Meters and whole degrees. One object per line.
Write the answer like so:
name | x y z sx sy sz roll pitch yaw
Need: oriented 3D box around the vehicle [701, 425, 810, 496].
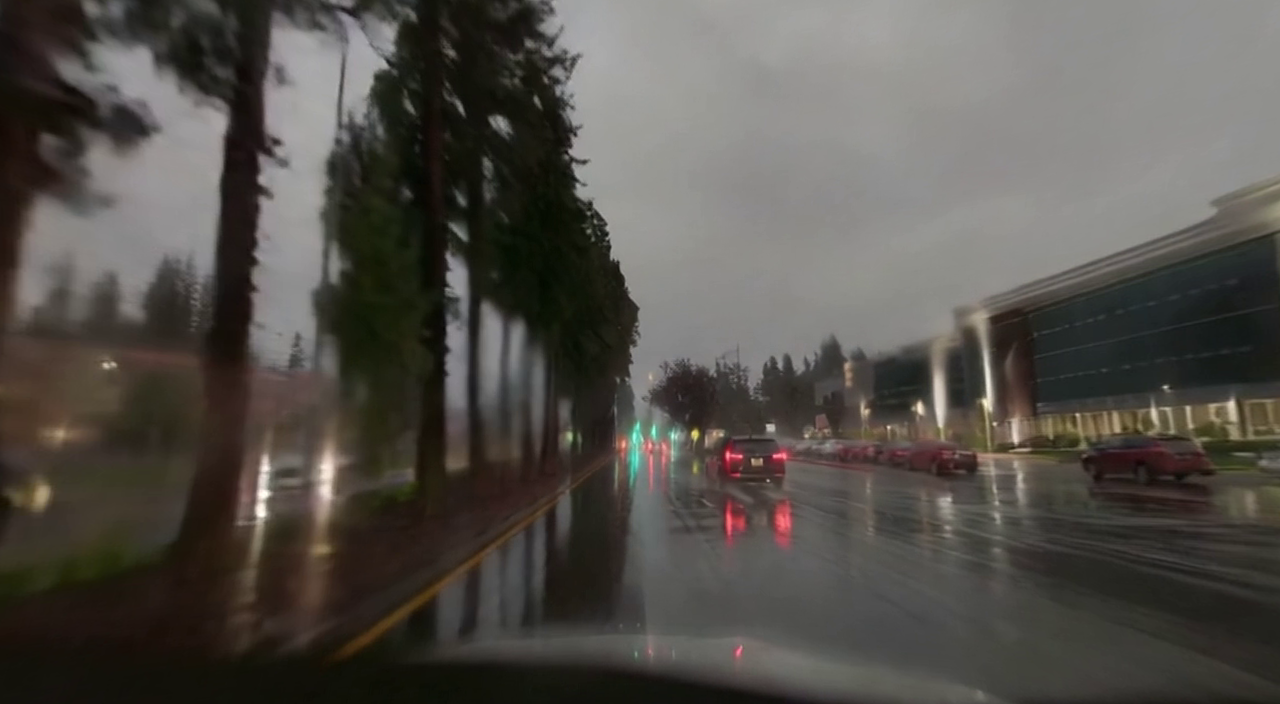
vehicle | 3.222 3.178 18.813 2.235 1.806 4.818 0 -9 -1

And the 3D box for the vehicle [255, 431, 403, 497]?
vehicle | -9.160 3.344 19.205 2.093 1.728 4.735 0 -9 0

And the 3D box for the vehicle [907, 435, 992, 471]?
vehicle | 15.923 5.234 32.813 1.812 1.687 4.579 0 -9 -3

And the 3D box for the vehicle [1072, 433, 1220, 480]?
vehicle | 19.284 4.010 24.409 1.936 1.659 4.365 0 -9 -3

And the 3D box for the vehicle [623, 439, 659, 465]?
vehicle | 0.013 6.362 40.252 2.145 1.572 4.021 0 -9 -1
